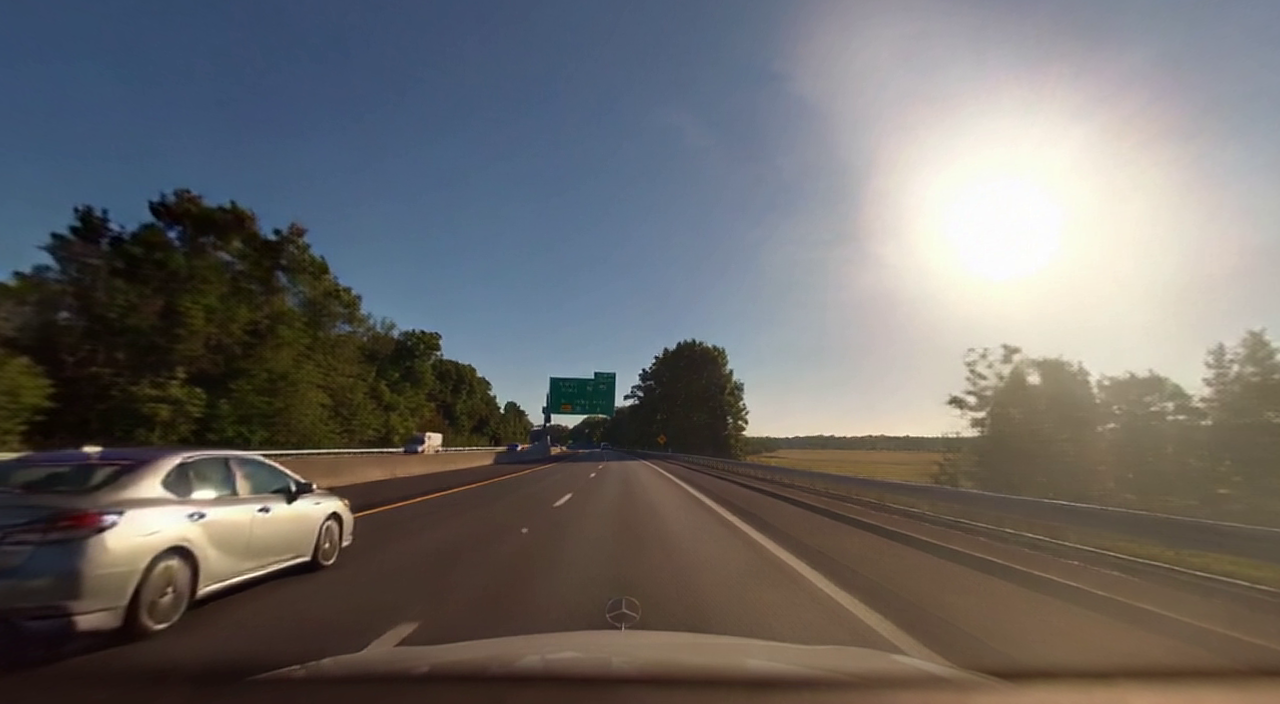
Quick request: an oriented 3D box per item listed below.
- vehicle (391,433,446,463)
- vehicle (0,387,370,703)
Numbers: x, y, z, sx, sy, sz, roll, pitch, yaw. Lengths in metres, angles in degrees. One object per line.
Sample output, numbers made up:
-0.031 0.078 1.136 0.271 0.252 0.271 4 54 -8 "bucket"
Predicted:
-16.596 7.251 47.550 2.314 2.079 5.666 0 -9 -2 "vehicle"
-3.853 1.211 4.614 1.990 1.532 3.911 0 -9 0 "vehicle"
